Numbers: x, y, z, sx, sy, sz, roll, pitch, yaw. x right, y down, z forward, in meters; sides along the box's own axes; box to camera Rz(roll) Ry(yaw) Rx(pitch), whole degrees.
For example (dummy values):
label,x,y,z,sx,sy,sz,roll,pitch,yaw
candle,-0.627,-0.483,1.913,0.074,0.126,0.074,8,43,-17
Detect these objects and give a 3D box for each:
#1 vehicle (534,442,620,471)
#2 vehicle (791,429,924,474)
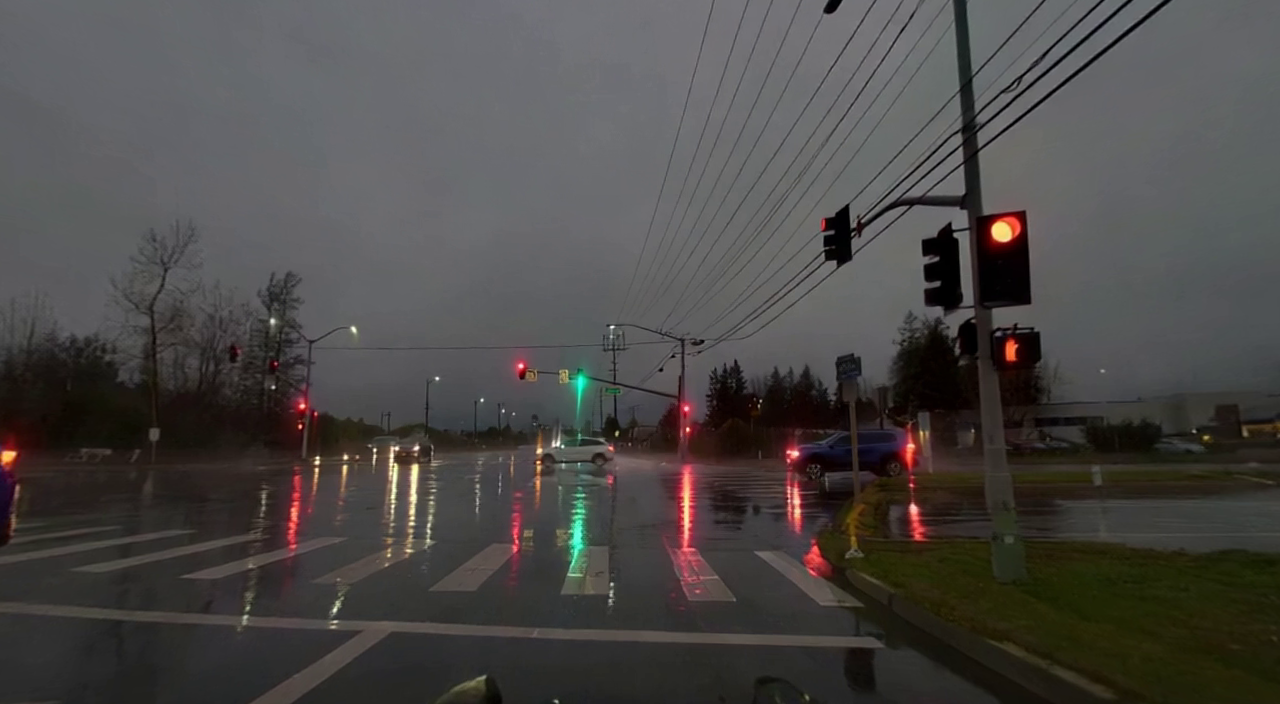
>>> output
label,x,y,z,sx,sy,sz,roll,pitch,yaw
vehicle,-3.536,5.937,35.841,4.529,1.566,1.842,-2,-9,12
vehicle,8.719,4.031,25.718,4.884,1.714,2.021,-2,-9,12
